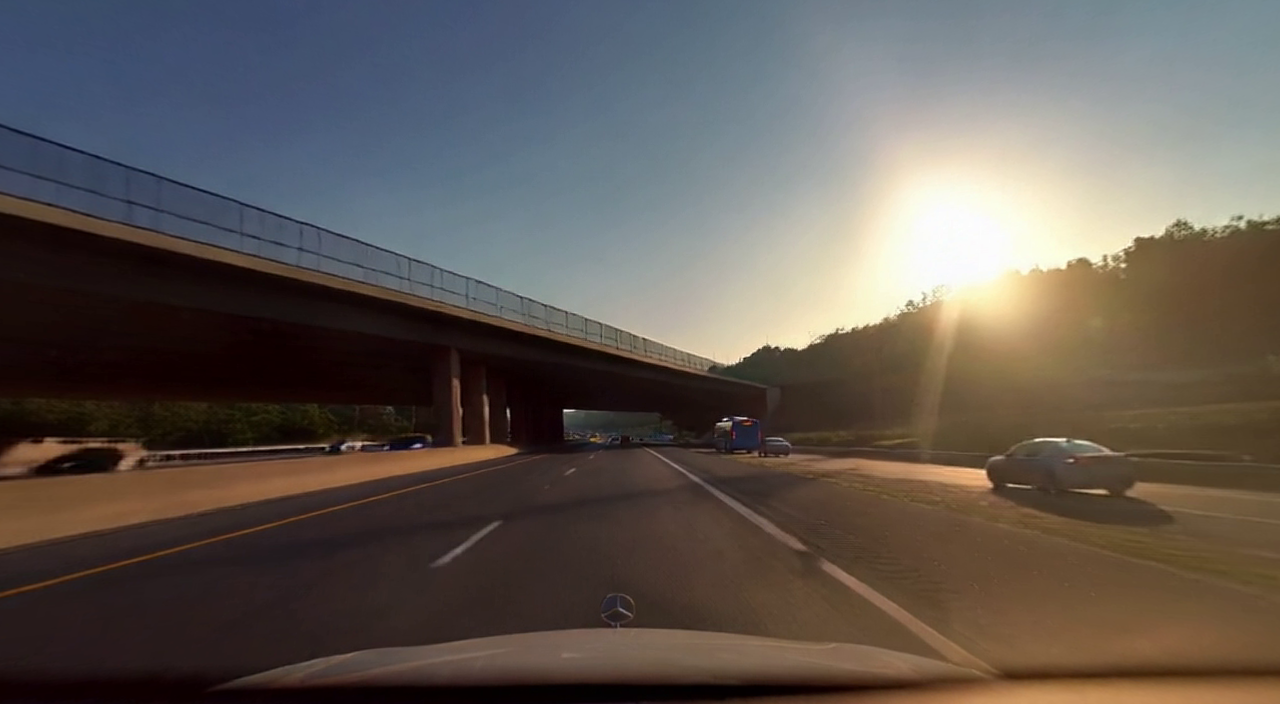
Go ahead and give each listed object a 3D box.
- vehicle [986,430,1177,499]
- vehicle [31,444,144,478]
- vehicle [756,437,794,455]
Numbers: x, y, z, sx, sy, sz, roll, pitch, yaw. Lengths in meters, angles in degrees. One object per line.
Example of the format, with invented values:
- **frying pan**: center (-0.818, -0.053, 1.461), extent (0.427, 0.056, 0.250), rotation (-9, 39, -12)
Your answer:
- **vehicle**: center (10.561, 2.673, 15.460), extent (1.880, 1.460, 3.770), rotation (0, -8, -1)
- **vehicle**: center (-25.445, 5.001, 29.155), extent (1.723, 1.419, 4.036), rotation (0, -8, -3)
- **vehicle**: center (10.358, 7.240, 48.543), extent (1.866, 1.359, 4.218), rotation (0, -8, -2)
